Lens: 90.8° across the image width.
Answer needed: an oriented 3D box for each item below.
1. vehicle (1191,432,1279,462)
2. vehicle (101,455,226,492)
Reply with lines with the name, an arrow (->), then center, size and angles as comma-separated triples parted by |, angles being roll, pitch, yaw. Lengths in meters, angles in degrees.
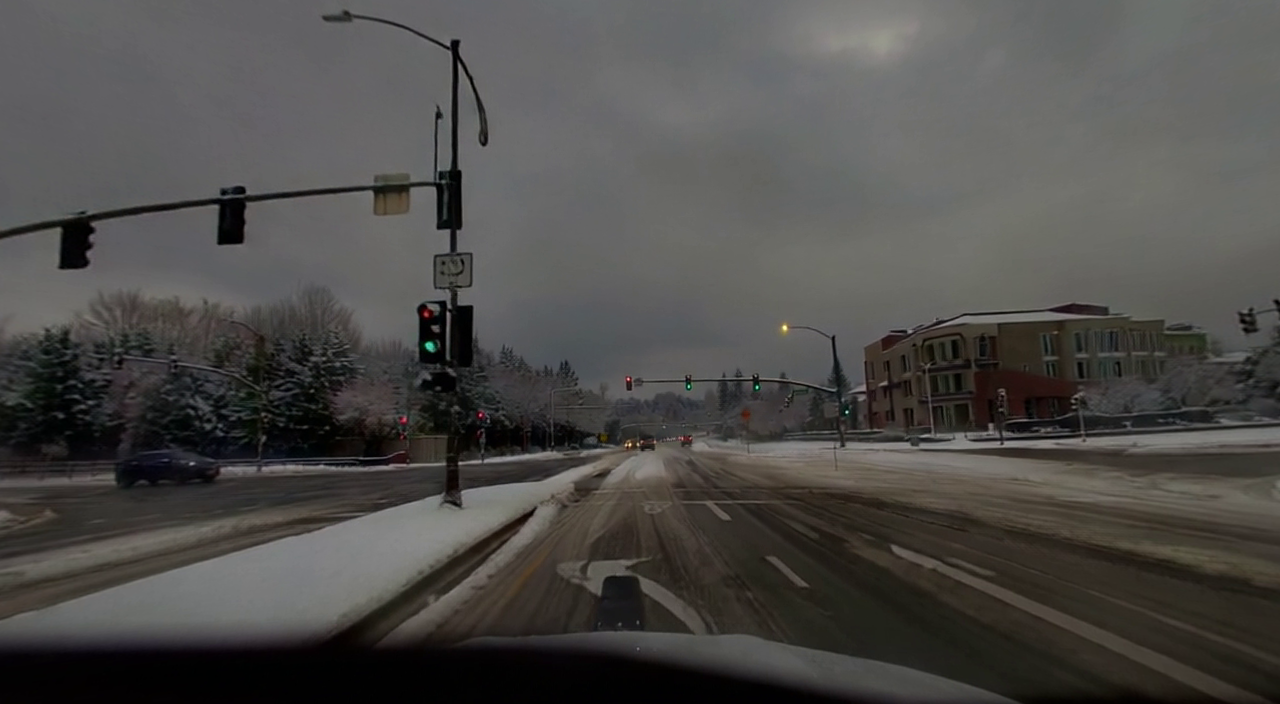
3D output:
vehicle -> 32.430, 5.038, 33.509 | 4.636, 1.527, 2.476 | 2, -9, -14
vehicle -> -24.374, 6.192, 32.452 | 4.706, 1.734, 2.253 | -1, -8, 6
